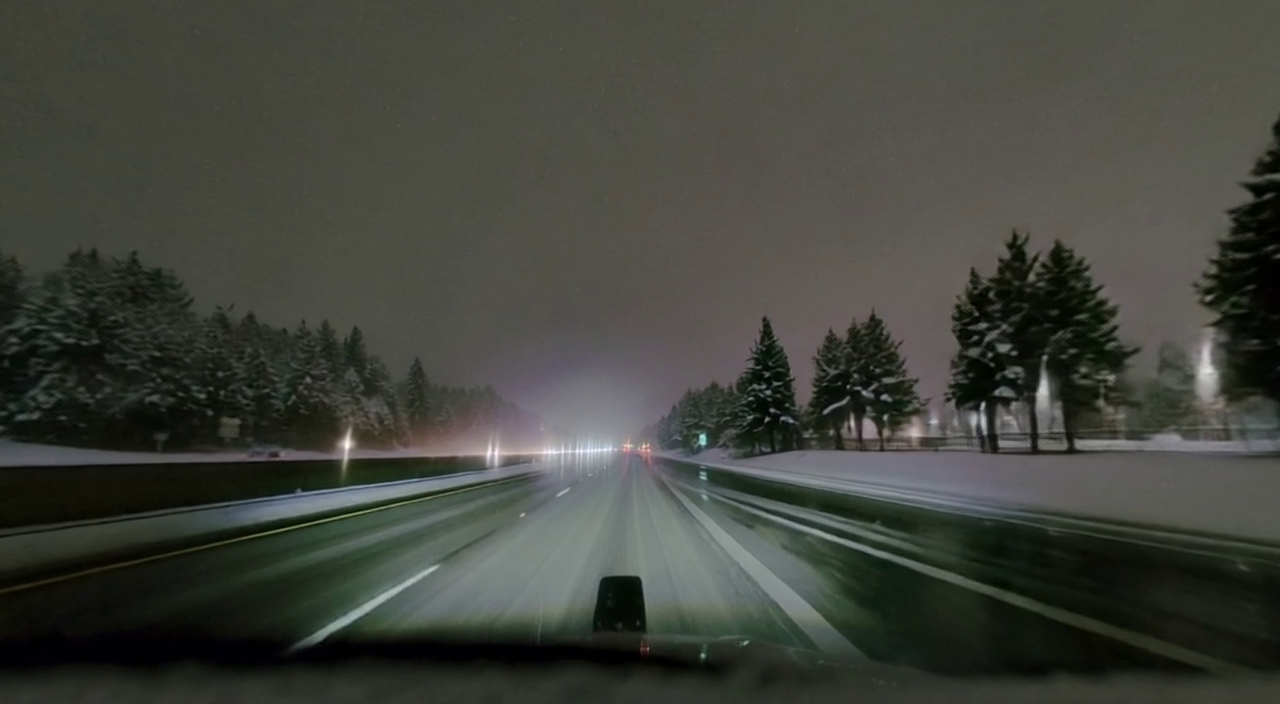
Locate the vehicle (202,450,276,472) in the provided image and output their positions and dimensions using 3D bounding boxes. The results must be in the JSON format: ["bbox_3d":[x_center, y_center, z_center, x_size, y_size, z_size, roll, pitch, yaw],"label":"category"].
[{"bbox_3d":[-30.759,8.357,48.555,2.132,1.559,4.391,-3,-9,16],"label":"vehicle"}]
